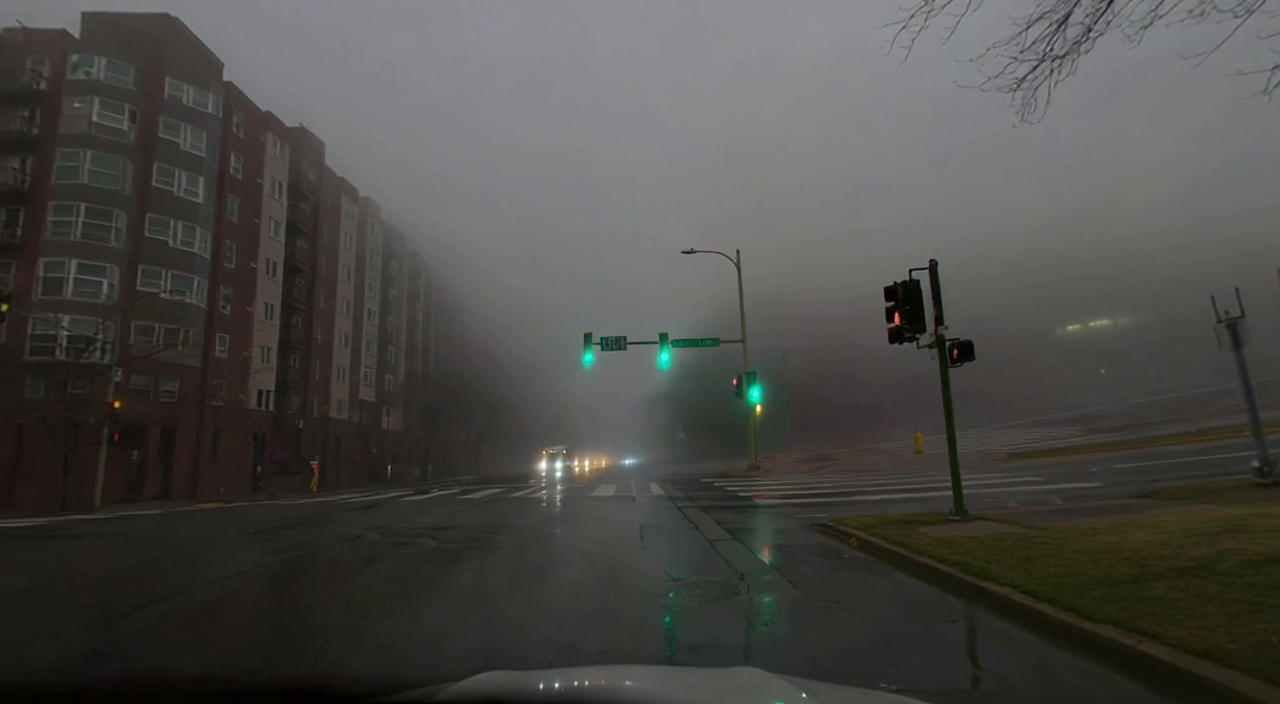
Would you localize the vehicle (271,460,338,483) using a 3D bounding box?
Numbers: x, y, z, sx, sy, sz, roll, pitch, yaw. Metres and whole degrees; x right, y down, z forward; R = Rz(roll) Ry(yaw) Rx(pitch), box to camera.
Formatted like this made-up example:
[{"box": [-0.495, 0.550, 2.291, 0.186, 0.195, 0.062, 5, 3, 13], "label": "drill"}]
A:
[{"box": [-24.629, 8.778, 46.286, 3.882, 1.600, 1.768, 0, -9, 2], "label": "vehicle"}]
